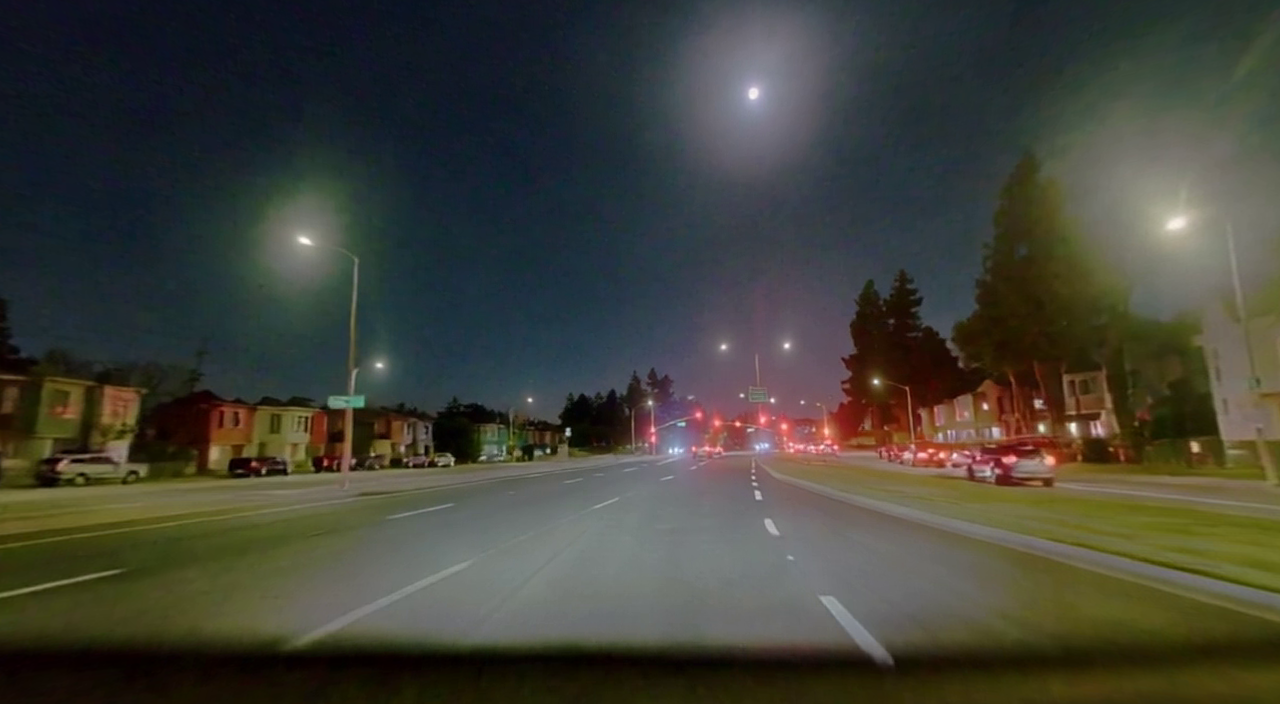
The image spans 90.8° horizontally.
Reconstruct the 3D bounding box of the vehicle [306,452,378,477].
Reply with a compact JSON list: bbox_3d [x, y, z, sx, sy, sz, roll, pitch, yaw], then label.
[{"bbox_3d":[-19.287,7.277,41.175,1.880,1.455,4.599,-2,-9,10],"label":"vehicle"}]

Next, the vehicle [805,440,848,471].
[{"bbox_3d":[13.433,7.526,45.719,1.923,1.741,4.683,-4,-14,4],"label":"vehicle"}]

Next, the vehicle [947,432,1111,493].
[{"bbox_3d":[11.199,3.358,18.681,1.988,1.487,4.479,-2,-13,1],"label":"vehicle"}]

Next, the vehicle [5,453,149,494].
[{"bbox_3d":[-27.582,5.918,31.241,2.013,1.792,4.950,-2,-9,12],"label":"vehicle"}]
